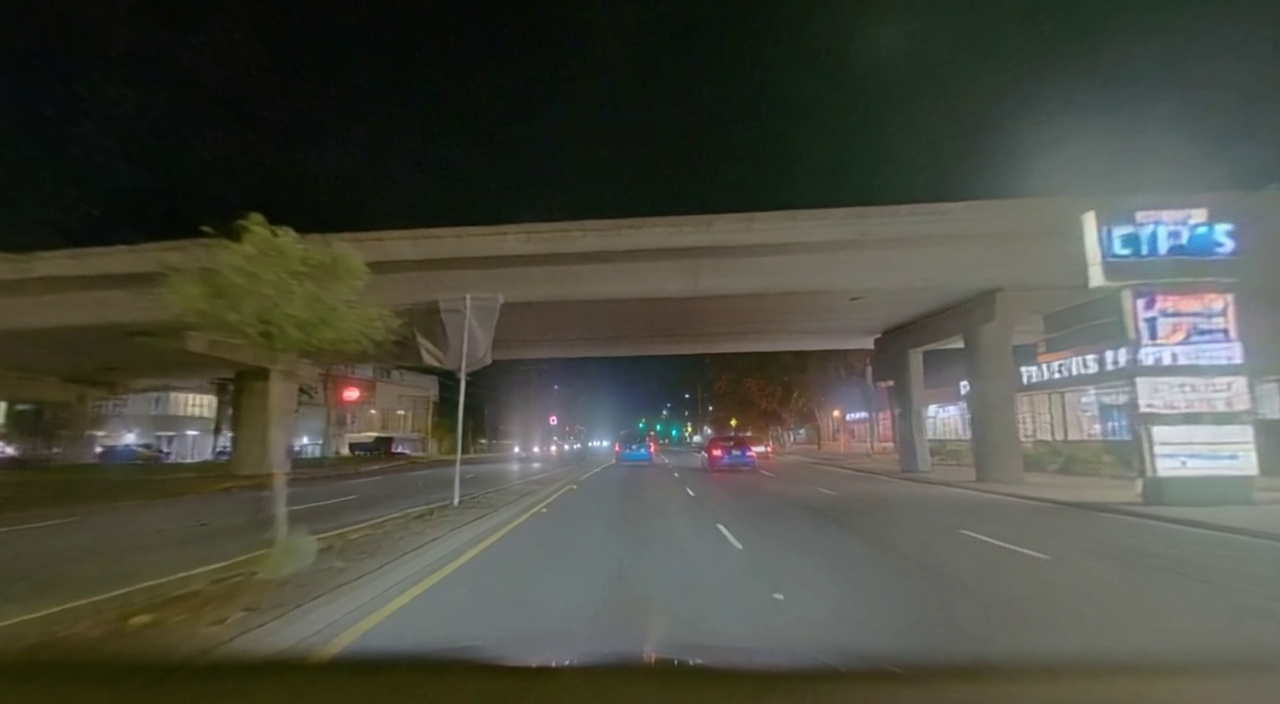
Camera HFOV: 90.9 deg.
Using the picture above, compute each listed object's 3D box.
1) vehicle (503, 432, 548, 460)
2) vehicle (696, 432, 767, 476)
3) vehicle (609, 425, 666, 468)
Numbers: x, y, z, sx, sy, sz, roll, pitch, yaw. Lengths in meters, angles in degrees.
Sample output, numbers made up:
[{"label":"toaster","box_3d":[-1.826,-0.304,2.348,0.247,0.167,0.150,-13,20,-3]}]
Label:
[{"label":"vehicle","box_3d":[-7.957,6.585,44.230,2.137,1.811,4.549,-1,-8,3]},{"label":"vehicle","box_3d":[3.343,3.828,23.948,1.954,1.479,4.557,0,-8,-1]},{"label":"vehicle","box_3d":[-0.051,4.377,29.206,2.441,1.813,4.581,0,-8,1]}]
